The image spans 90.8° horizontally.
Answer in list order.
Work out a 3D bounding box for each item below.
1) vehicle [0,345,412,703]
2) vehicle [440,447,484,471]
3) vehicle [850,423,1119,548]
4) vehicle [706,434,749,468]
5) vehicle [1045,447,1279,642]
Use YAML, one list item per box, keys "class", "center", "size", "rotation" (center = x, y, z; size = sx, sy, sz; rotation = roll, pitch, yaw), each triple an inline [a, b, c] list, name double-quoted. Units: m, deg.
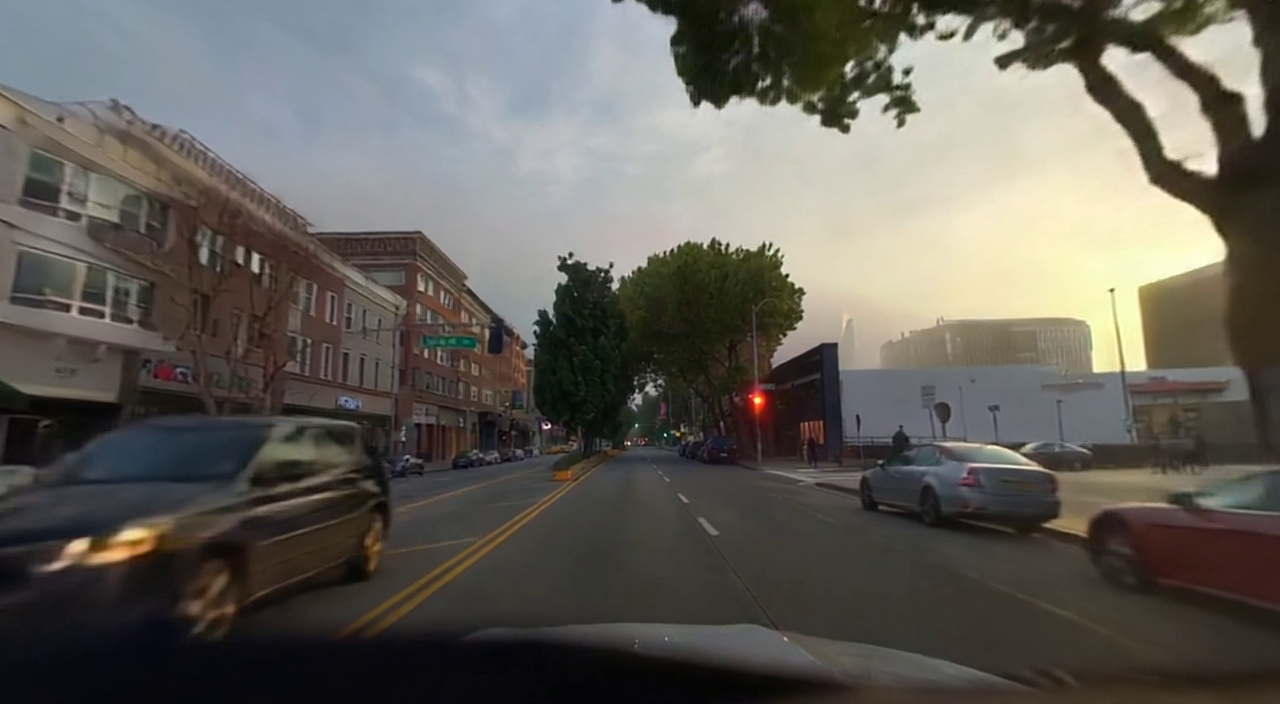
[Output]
- class: "vehicle"
  center: [-3.437, 1.158, 4.655]
  size: [2.028, 1.764, 4.503]
  rotation: [1, -8, -3]
- class: "vehicle"
  center: [-12.474, 7.493, 44.509]
  size: [1.804, 1.533, 4.121]
  rotation: [0, -8, 1]
- class: "vehicle"
  center: [5.870, 2.311, 11.741]
  size: [2.150, 1.805, 4.870]
  rotation: [0, -8, -1]
- class: "vehicle"
  center: [5.553, 6.337, 40.541]
  size: [2.010, 1.943, 4.319]
  rotation: [-1, -8, -1]
- class: "vehicle"
  center: [5.880, 1.535, 5.180]
  size: [1.910, 1.471, 4.758]
  rotation: [0, -8, -1]
